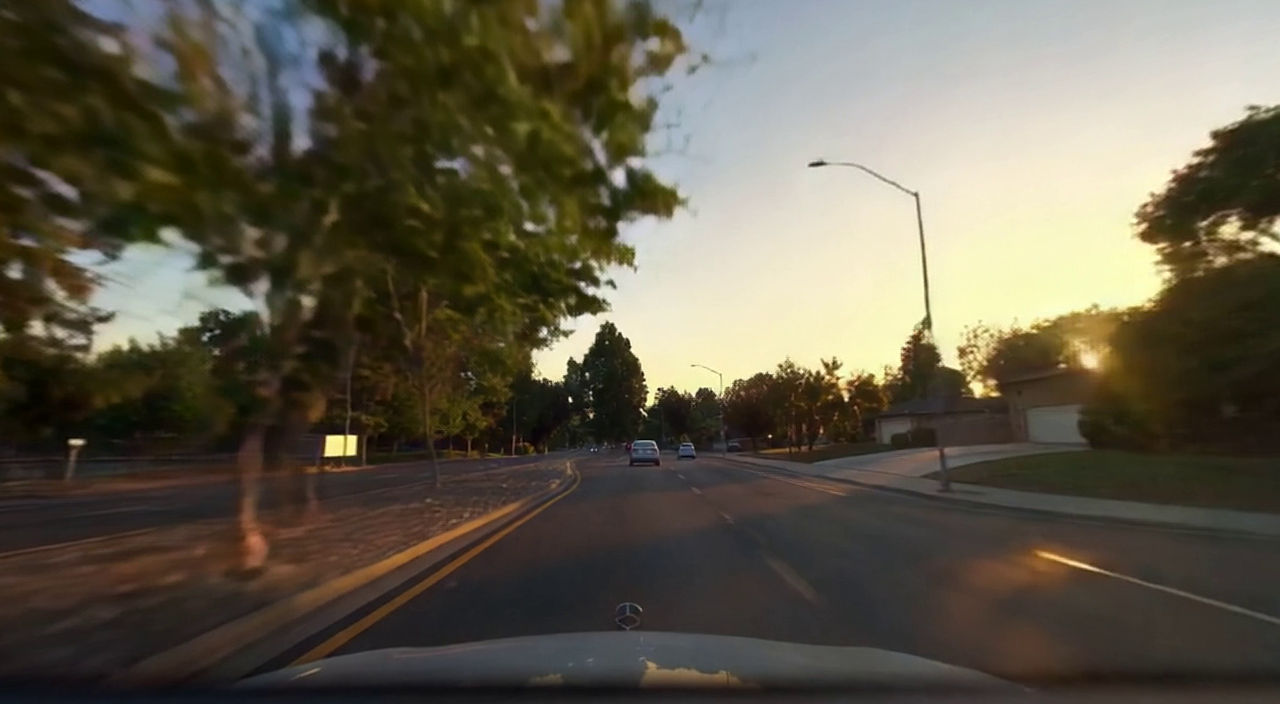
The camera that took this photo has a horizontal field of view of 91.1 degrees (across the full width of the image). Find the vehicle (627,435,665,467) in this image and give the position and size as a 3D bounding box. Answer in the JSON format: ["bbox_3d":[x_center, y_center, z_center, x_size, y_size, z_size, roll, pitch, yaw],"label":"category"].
[{"bbox_3d":[0.300,5.853,37.258,2.165,1.783,4.391,0,-8,-1],"label":"vehicle"}]
